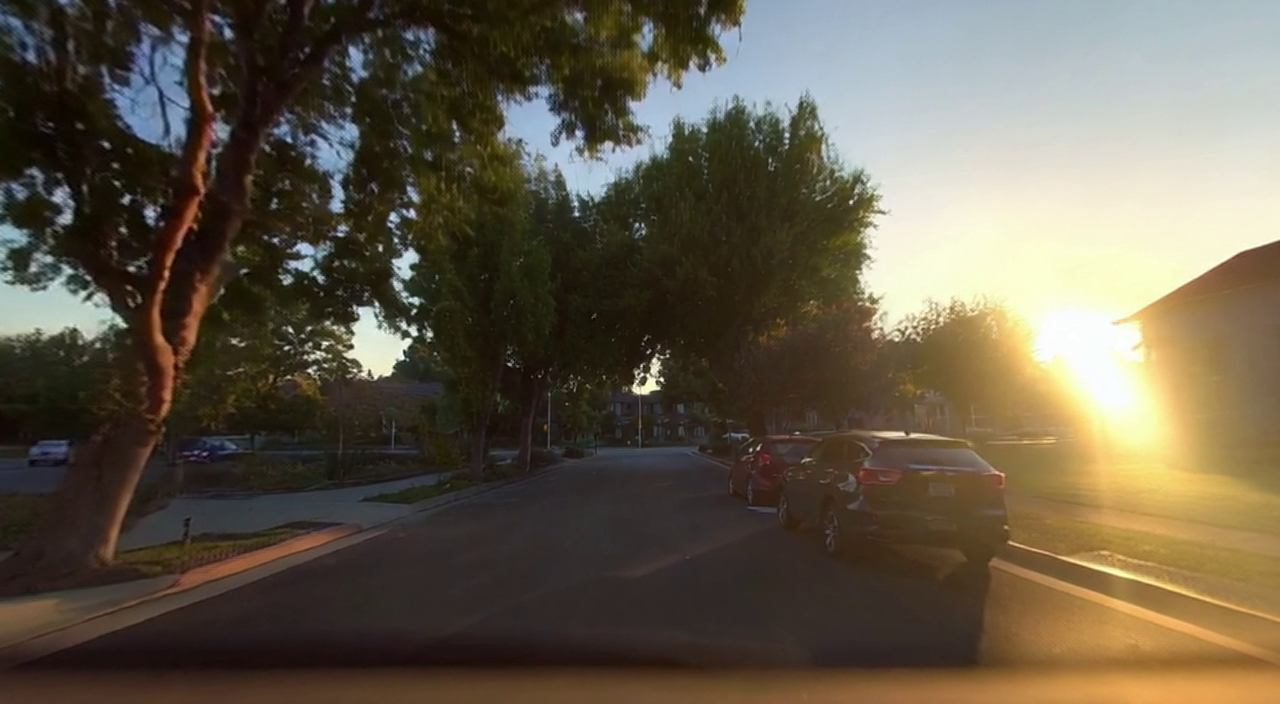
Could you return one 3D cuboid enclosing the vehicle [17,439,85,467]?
[{"bbox_3d":[-37.059,6.344,39.719,4.157,1.687,2.419,-7,-12,39],"label":"vehicle"}]

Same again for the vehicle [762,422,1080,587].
[{"bbox_3d":[3.092,1.780,8.296,2.064,1.532,4.596,0,-9,0],"label":"vehicle"}]
